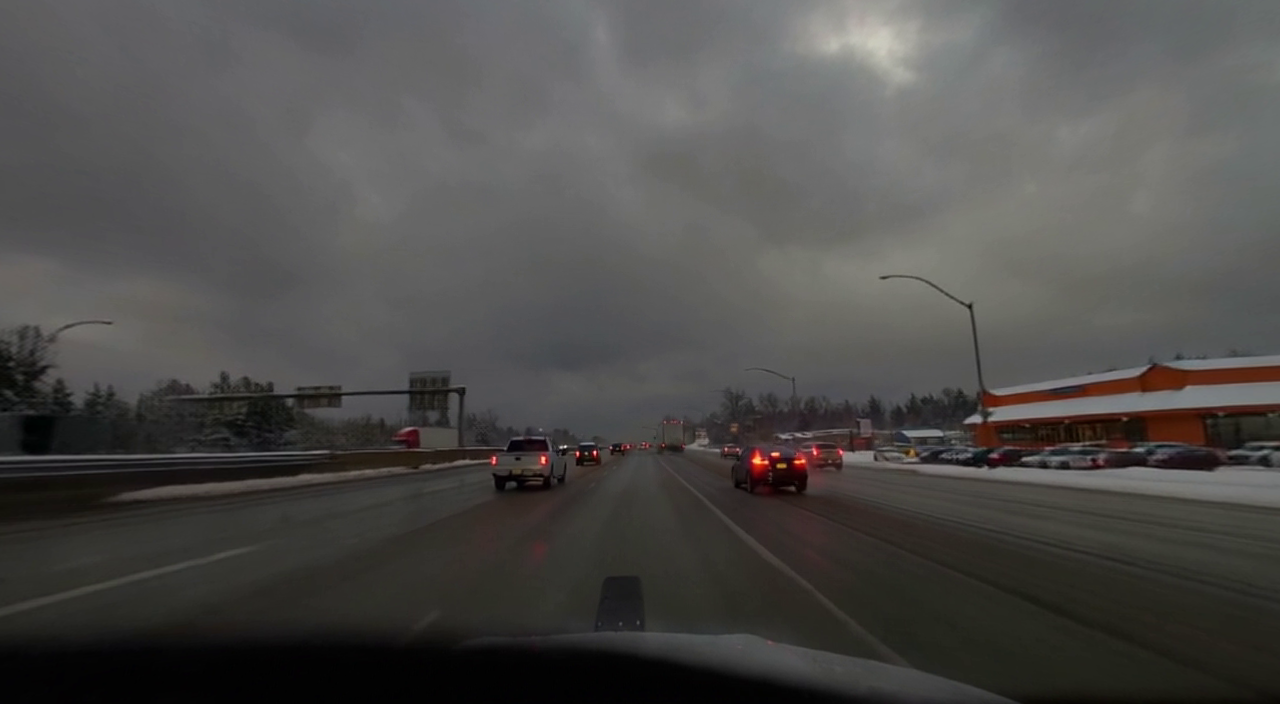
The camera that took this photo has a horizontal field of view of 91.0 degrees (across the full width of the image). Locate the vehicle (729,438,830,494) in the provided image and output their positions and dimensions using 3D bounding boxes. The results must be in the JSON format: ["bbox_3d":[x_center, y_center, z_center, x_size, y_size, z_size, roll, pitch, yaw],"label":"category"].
[{"bbox_3d":[4.061,3.398,19.142,1.980,1.501,4.433,0,-9,-1],"label":"vehicle"}]

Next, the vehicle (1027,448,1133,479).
[{"bbox_3d":[29.420,7.455,42.269,5.199,1.985,2.289,-1,-9,5],"label":"vehicle"}]

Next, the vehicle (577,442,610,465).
[{"bbox_3d":[-3.154,6.987,43.474,1.929,1.521,4.097,0,-9,1],"label":"vehicle"}]

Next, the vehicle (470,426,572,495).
[{"bbox_3d":[-3.389,3.212,18.940,2.130,1.799,4.583,0,-9,1],"label":"vehicle"}]

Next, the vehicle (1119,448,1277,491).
[{"bbox_3d":[28.921,6.095,32.824,5.824,2.108,2.304,0,-9,2],"label":"vehicle"}]
